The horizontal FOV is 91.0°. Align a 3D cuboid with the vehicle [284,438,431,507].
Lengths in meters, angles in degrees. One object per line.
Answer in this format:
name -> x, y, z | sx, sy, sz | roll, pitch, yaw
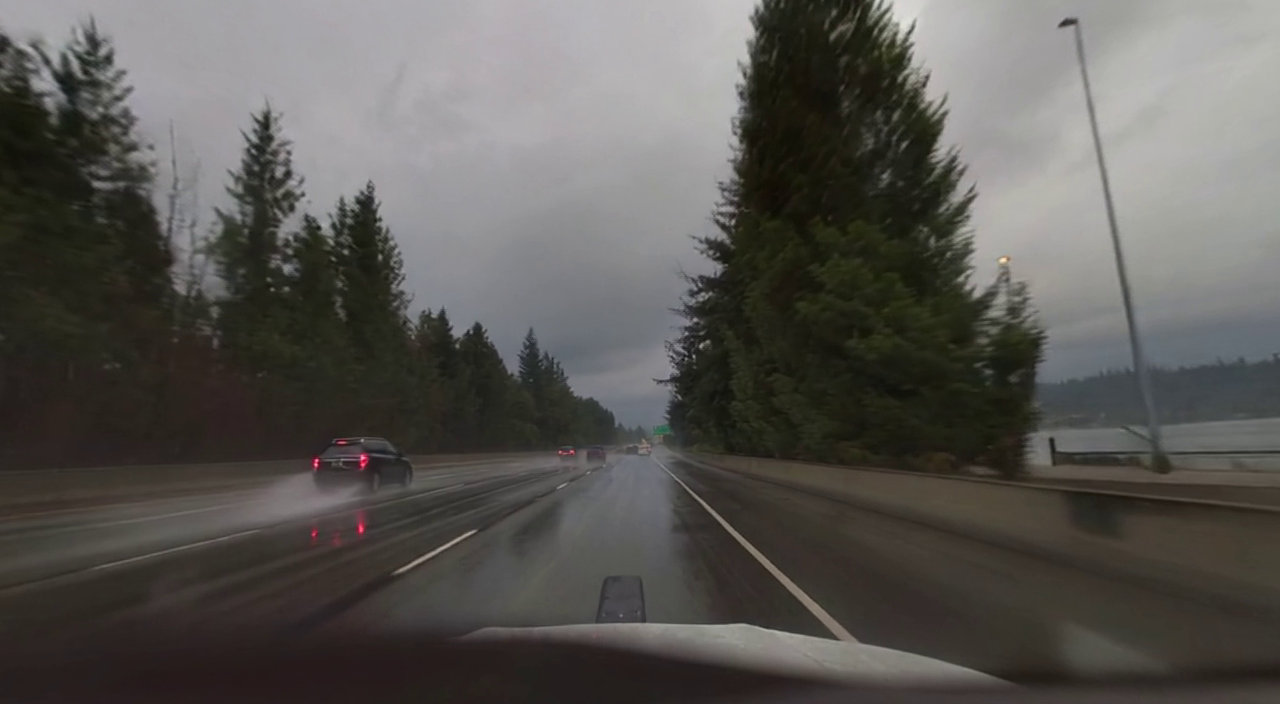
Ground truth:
vehicle -> -7.385, 3.180, 17.022 | 2.007, 1.616, 4.141 | 0, -9, 1
